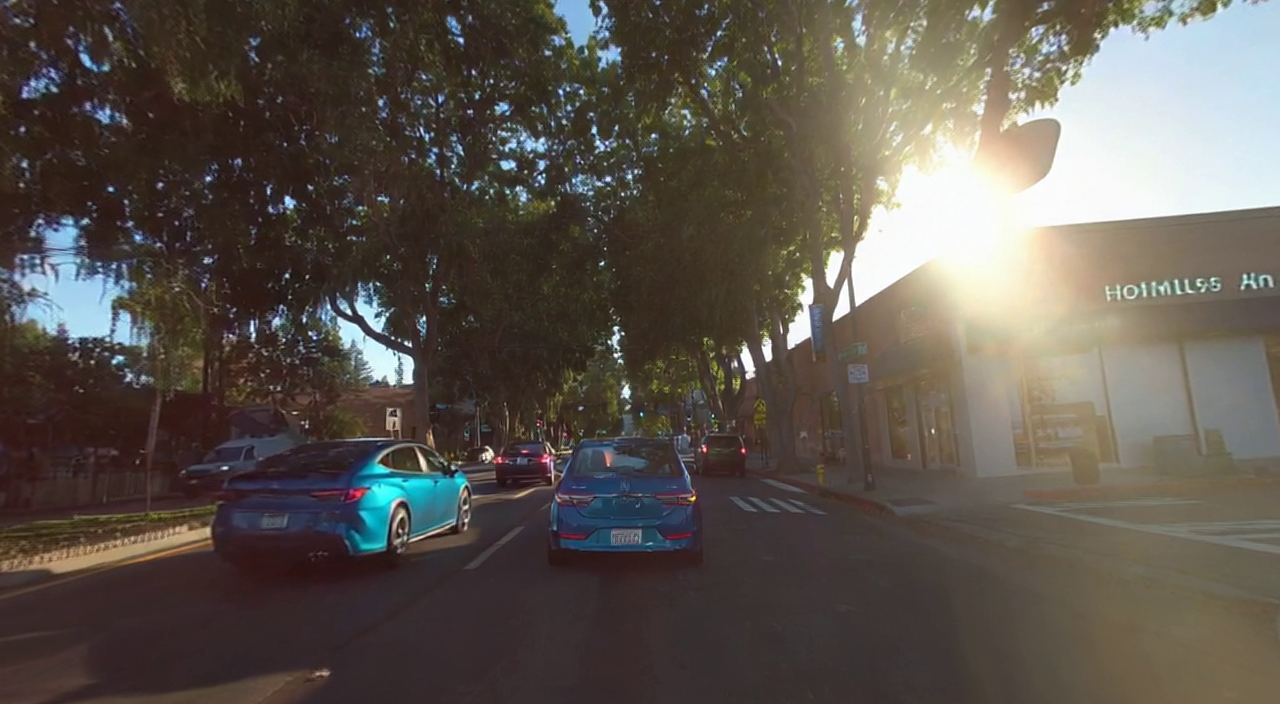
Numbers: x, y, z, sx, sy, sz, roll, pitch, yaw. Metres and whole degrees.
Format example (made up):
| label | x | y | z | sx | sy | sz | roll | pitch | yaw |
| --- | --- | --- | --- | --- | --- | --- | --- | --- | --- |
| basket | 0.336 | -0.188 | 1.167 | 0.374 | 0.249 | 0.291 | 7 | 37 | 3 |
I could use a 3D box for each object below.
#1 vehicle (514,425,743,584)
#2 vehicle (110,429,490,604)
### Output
| label | x | y | z | sx | sy | sz | roll | pitch | yaw |
| --- | --- | --- | --- | --- | --- | --- | --- | --- | --- |
| vehicle | -0.117 | 1.753 | 8.043 | 2.160 | 1.482 | 4.037 | 0 | -9 | 0 |
| vehicle | -3.405 | 1.720 | 7.575 | 2.029 | 1.456 | 4.414 | 0 | -9 | 1 |
